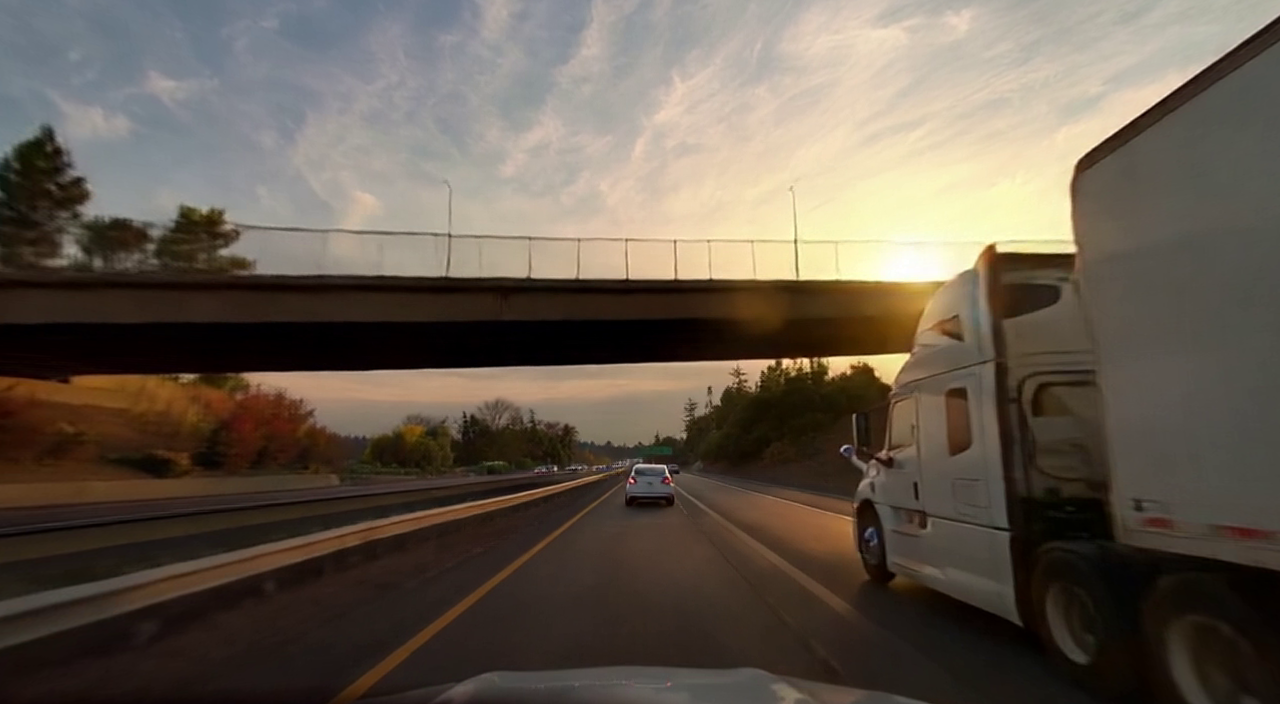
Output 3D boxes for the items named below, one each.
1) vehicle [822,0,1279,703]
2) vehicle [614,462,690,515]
[{"bbox_3d":[4.460,-0.206,1.692,2.964,4.188,16.587,1,-10,0],"label":"vehicle"},{"bbox_3d":[0.361,4.210,19.694,2.156,1.444,3.762,1,-10,1],"label":"vehicle"}]
